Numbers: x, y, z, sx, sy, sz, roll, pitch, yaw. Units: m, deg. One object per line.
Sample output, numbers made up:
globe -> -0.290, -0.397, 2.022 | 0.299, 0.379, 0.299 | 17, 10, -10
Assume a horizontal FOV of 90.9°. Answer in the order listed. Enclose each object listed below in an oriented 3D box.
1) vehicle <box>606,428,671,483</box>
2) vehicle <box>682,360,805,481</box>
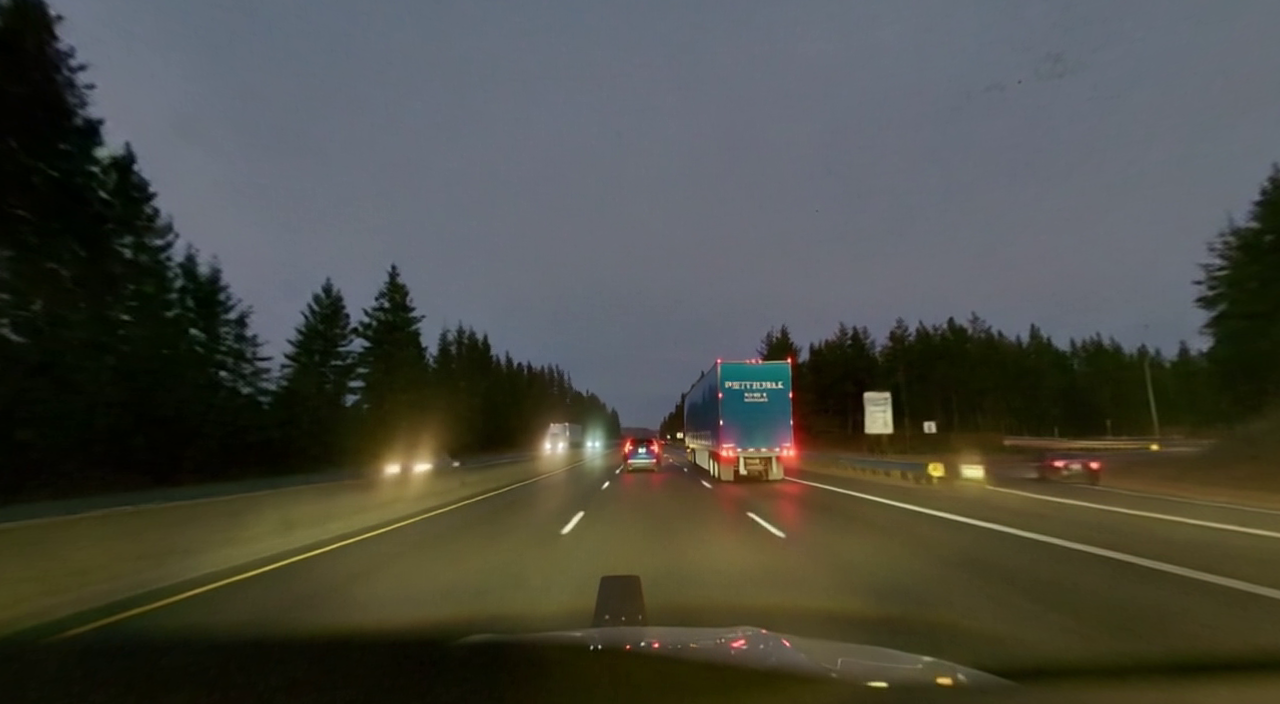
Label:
vehicle -> -0.067, 3.854, 23.739 | 2.222, 1.848, 4.610 | 0, -9, 0
vehicle -> 4.079, 3.577, 29.934 | 2.899, 4.160, 16.621 | 0, -9, -1
